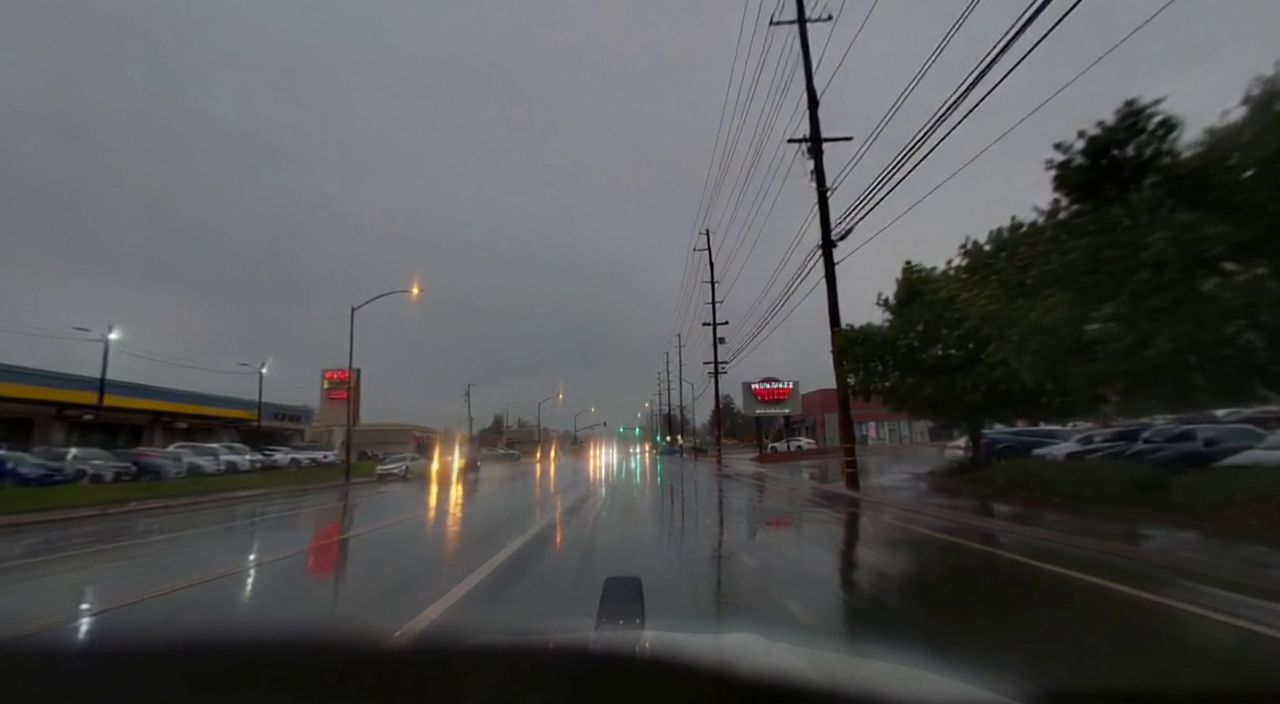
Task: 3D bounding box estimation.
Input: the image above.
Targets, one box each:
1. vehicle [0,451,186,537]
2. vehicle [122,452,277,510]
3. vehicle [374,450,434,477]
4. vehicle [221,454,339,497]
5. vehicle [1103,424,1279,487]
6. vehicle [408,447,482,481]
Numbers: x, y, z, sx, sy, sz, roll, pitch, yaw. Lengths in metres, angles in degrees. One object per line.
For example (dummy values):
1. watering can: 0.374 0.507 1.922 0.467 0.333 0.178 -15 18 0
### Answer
1. vehicle: -13.752 3.281 15.188 1.793 1.534 5.400 -2 -7 -1
2. vehicle: -13.882 4.034 20.304 1.891 1.565 4.315 1 -8 -1
3. vehicle: -14.905 7.069 40.251 1.954 1.519 5.051 -1 -8 -1
4. vehicle: -14.446 4.956 25.774 1.927 1.427 5.198 1 -8 -3
5. vehicle: 14.627 2.557 15.784 4.524 1.454 1.983 0 -8 -1
6. vehicle: -9.188 5.274 30.192 1.988 1.472 4.633 0 -8 1
